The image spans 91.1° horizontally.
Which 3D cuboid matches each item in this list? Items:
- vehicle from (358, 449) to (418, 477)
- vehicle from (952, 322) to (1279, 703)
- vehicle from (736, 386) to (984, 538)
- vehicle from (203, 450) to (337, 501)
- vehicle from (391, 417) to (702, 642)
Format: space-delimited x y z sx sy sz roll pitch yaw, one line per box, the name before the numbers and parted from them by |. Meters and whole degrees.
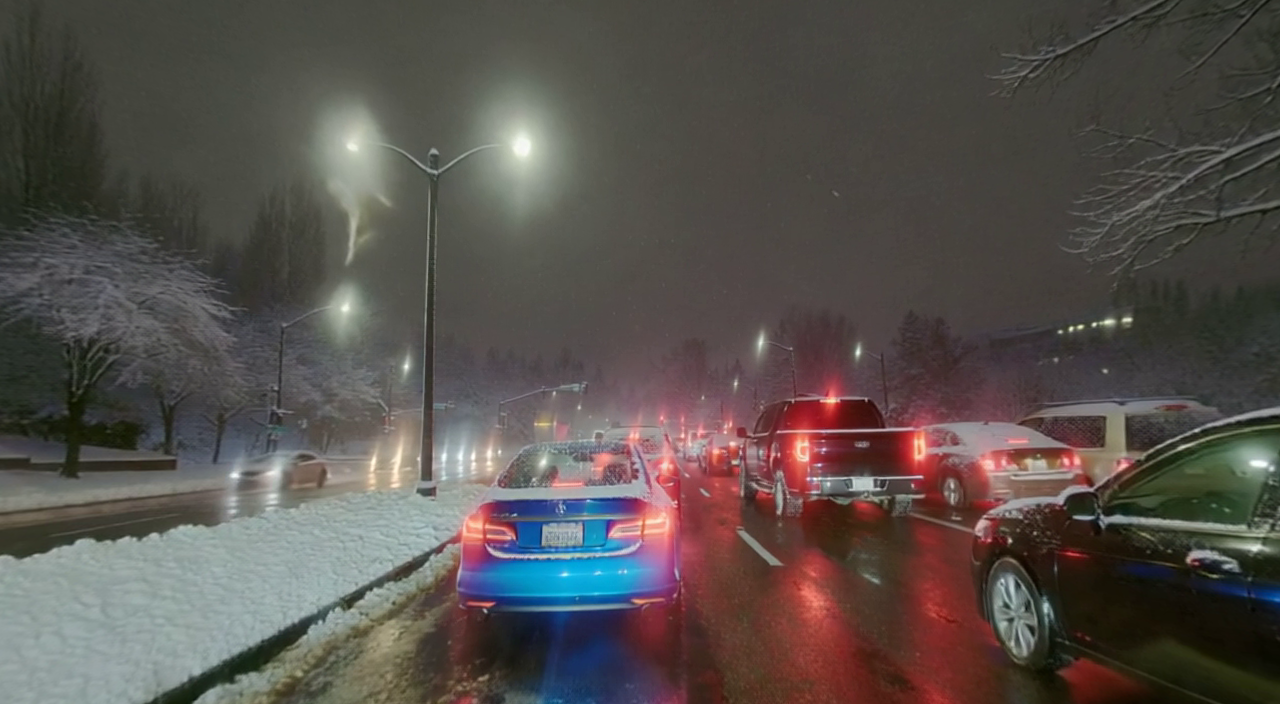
vehicle | -15.977 7.024 40.066 2.000 1.656 4.160 0 -8 1
vehicle | 3.154 0.759 2.085 1.982 1.709 4.427 0 -9 1
vehicle | 3.513 1.959 11.699 2.444 2.098 5.766 0 -9 -1
vehicle | -12.574 4.170 21.743 1.882 1.538 4.382 0 -8 1
vehicle | -0.581 1.501 6.338 2.111 1.506 4.018 0 -9 2
